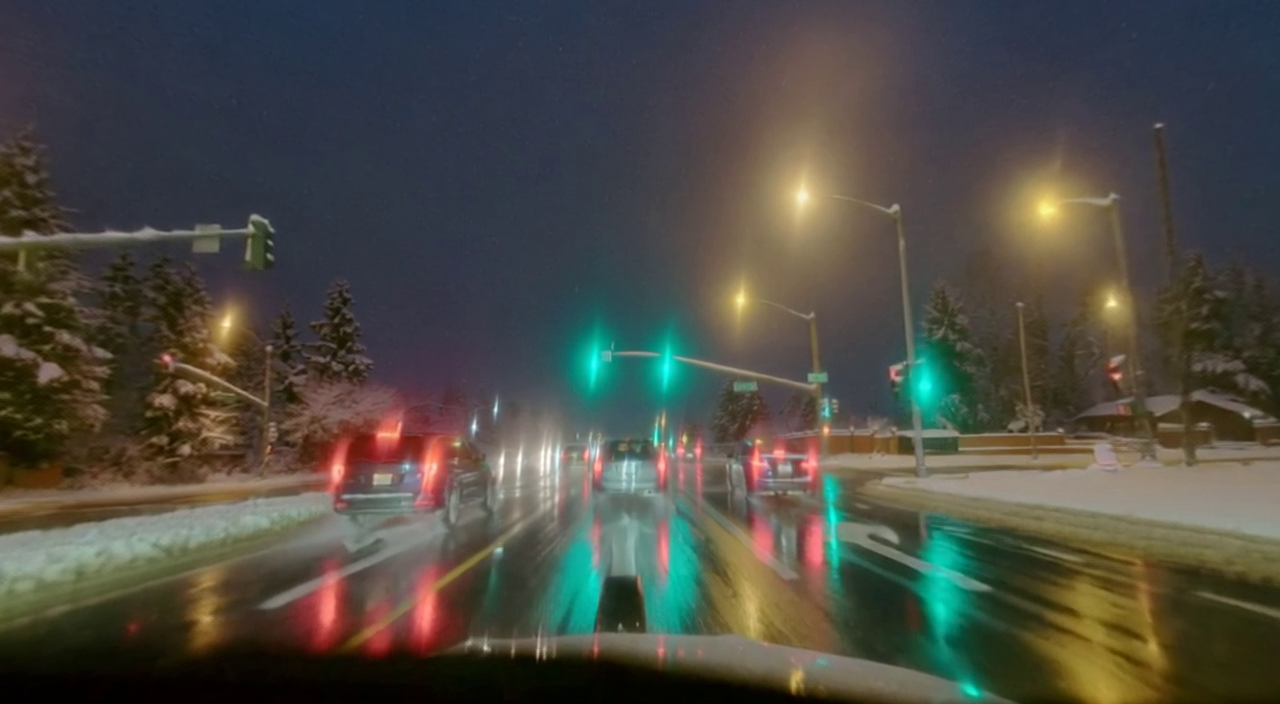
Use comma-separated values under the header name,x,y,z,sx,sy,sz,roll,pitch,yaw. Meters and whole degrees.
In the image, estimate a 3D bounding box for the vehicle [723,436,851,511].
name,x,y,z,sx,sy,sz,roll,pitch,yaw
vehicle,3.342,2.845,15.286,2.068,1.541,4.041,0,-8,-1

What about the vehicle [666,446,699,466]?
name,x,y,z,sx,sy,sz,roll,pitch,yaw
vehicle,3.261,8.126,49.466,2.171,1.469,4.420,0,-8,-1

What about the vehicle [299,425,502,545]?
name,x,y,z,sx,sy,sz,roll,pitch,yaw
vehicle,-3.722,2.121,10.705,1.823,1.602,4.061,0,-8,0

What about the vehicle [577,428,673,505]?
name,x,y,z,sx,sy,sz,roll,pitch,yaw
vehicle,-0.342,2.907,16.419,2.150,1.725,4.096,0,-8,0

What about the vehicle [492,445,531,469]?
name,x,y,z,sx,sy,sz,roll,pitch,yaw
vehicle,-9.820,7.997,48.530,2.045,1.730,4.375,0,-8,0
